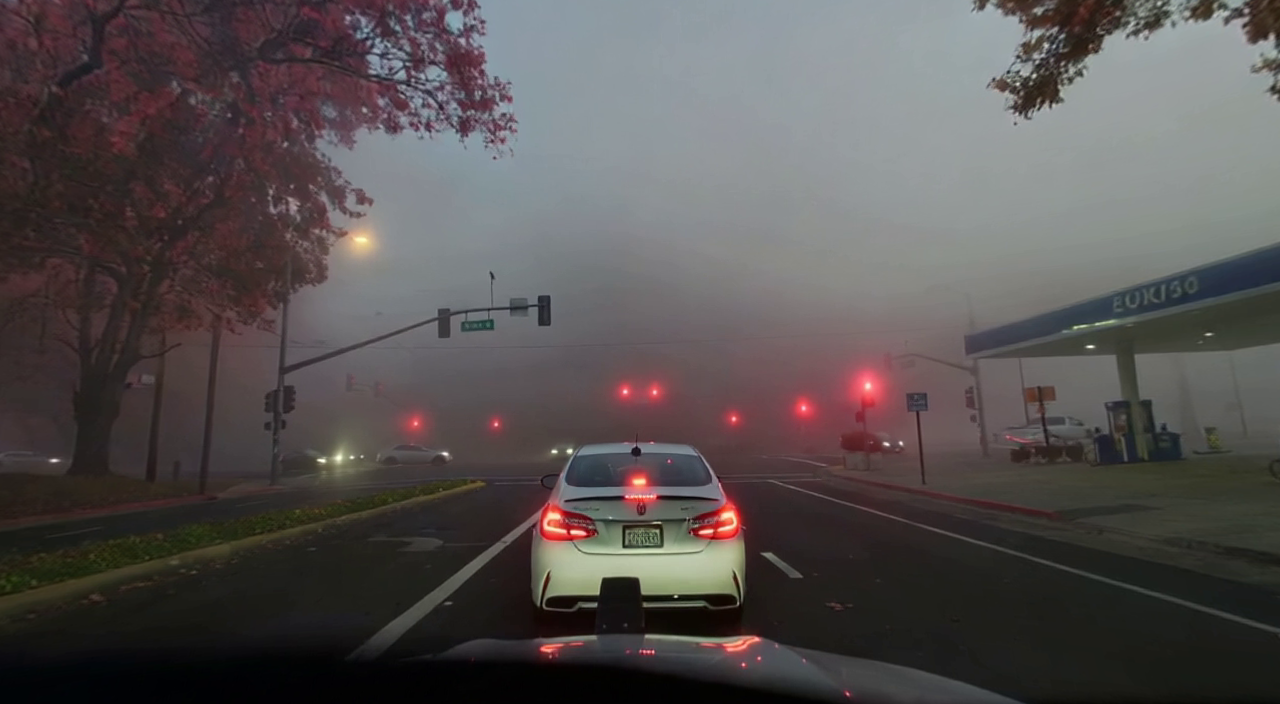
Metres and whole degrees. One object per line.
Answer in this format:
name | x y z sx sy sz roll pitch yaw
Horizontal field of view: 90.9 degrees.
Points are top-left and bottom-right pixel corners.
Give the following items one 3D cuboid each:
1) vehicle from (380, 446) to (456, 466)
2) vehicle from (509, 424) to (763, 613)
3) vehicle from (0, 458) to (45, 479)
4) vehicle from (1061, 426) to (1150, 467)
vehicle | -16.212 7.601 46.101 4.813 1.455 1.889 -1 -8 4
vehicle | -0.051 1.623 7.104 2.010 1.482 4.057 0 -8 0
vehicle | -44.916 8.180 44.335 4.380 1.409 1.841 -1 -8 6
vehicle | 18.549 3.746 25.052 4.091 1.495 2.053 8 -12 -44
